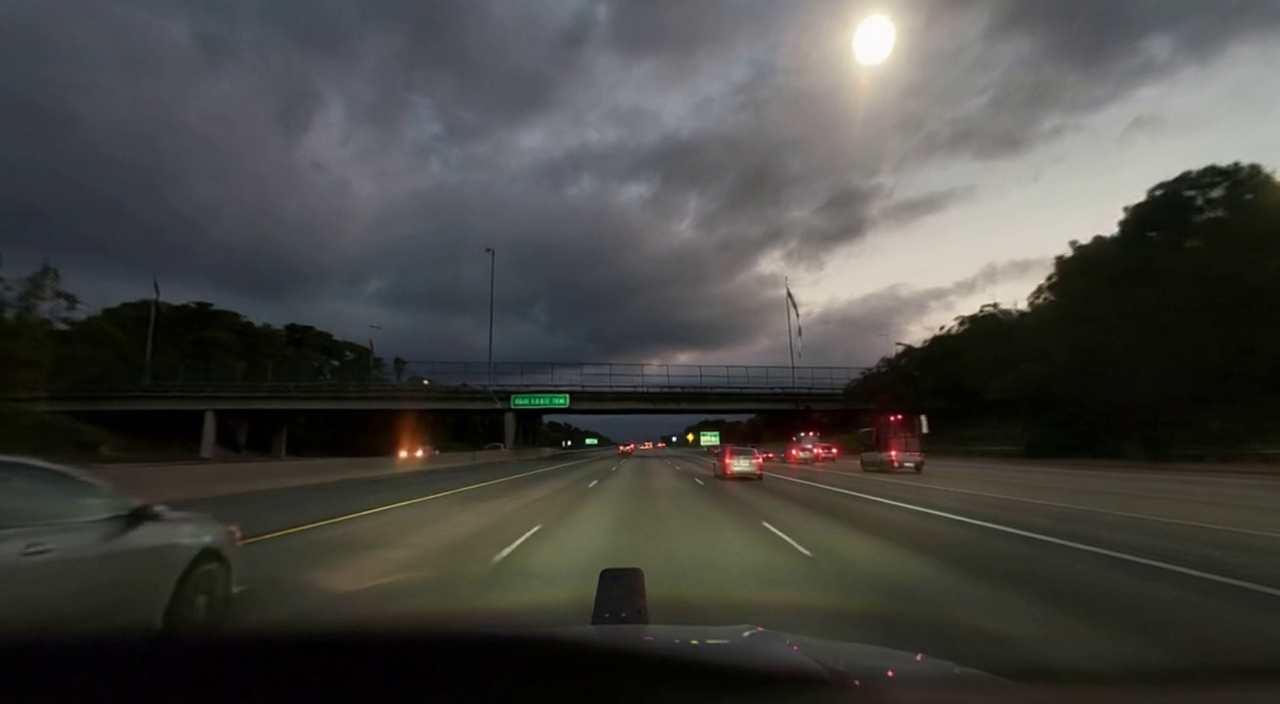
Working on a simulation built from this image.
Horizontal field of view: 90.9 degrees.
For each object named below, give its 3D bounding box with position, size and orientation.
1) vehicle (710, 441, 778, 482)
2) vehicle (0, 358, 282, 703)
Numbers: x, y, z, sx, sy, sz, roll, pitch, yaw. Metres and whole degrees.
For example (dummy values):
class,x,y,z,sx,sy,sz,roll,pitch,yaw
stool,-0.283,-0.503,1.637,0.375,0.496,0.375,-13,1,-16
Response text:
class,x,y,z,sx,sy,sz,roll,pitch,yaw
vehicle,4.025,4.289,25.079,1.908,1.483,4.259,0,-8,-1
vehicle,-3.799,0.813,2.120,2.259,1.706,4.924,0,-8,0
